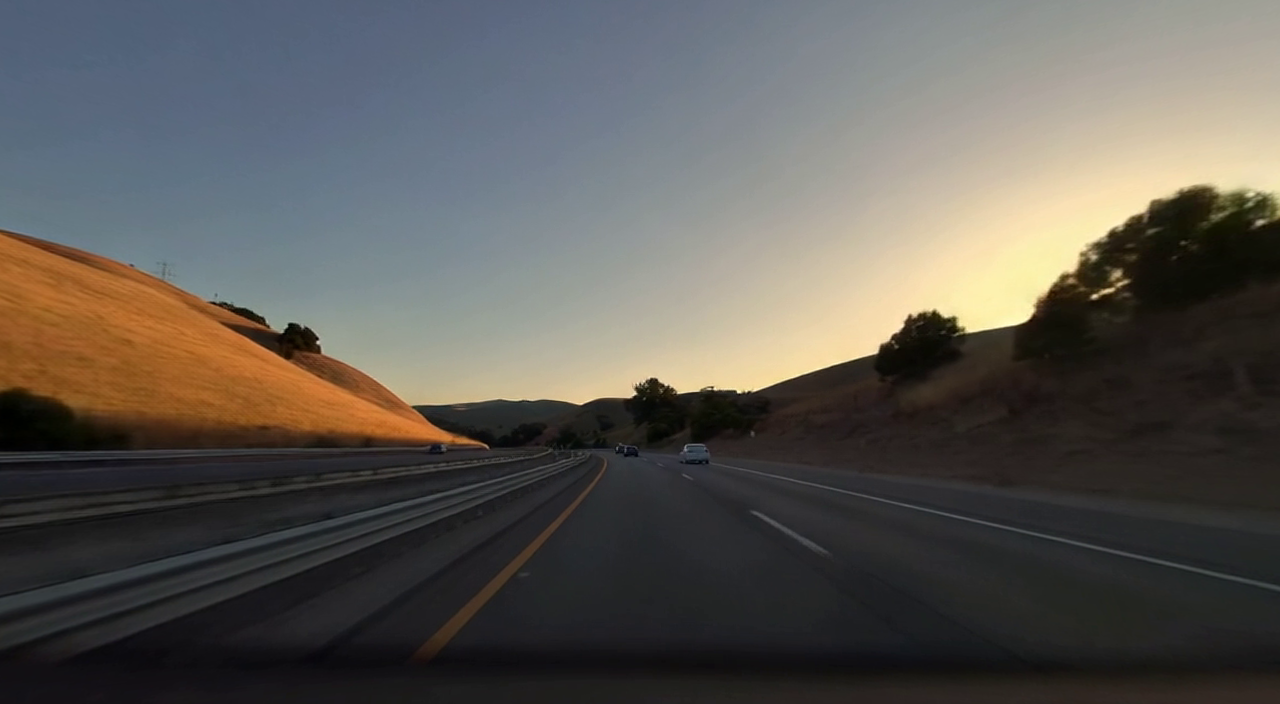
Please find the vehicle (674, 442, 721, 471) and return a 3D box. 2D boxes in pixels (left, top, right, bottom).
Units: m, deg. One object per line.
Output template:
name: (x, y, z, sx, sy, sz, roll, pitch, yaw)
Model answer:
vehicle: (3.167, 5.890, 35.694, 1.960, 1.516, 4.657, 0, -8, -3)
